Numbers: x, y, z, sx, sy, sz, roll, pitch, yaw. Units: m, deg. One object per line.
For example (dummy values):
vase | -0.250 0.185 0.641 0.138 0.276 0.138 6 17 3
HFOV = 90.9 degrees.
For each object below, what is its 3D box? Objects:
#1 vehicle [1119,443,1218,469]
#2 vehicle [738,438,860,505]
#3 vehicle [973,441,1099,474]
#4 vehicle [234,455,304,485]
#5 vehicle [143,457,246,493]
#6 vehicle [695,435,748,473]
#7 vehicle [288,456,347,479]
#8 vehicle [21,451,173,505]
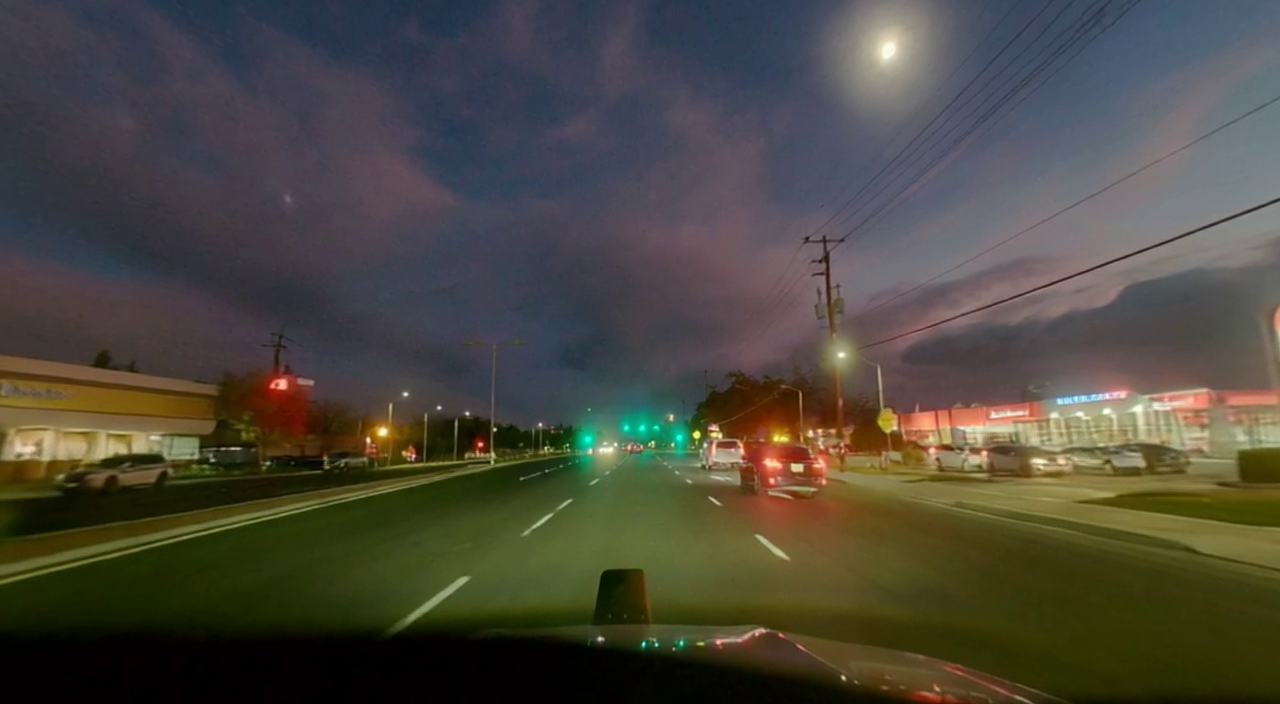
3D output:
vehicle | 31.627 6.235 37.794 4.343 1.469 1.877 1 -9 -3
vehicle | 3.892 2.989 16.257 1.916 1.459 4.335 0 -8 -2
vehicle | 18.378 4.904 29.424 4.502 1.459 2.082 0 -8 -2
vehicle | -22.790 7.236 38.913 1.822 1.551 4.295 -3 -8 0
vehicle | -22.700 6.243 32.410 1.833 1.534 4.821 -1 -8 -1
vehicle | 4.404 5.588 34.798 2.140 1.921 4.431 0 -8 -2
vehicle | -22.780 8.156 44.730 1.804 1.460 4.515 0 -8 1
vehicle | -22.422 5.161 26.397 2.058 1.837 4.990 -3 -8 -2
